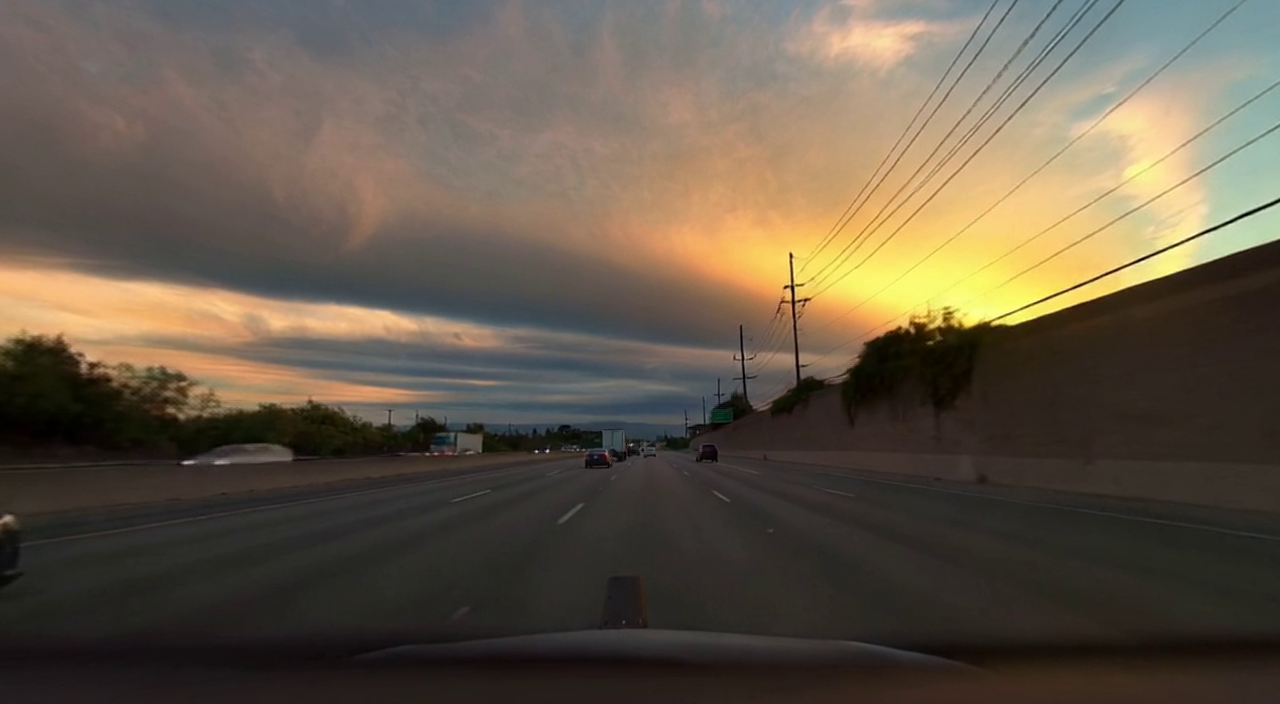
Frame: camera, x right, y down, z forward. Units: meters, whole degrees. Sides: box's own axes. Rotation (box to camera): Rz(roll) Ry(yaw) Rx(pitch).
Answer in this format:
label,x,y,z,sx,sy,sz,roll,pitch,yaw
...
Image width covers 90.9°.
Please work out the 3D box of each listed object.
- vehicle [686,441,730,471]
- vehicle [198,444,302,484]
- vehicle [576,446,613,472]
label,x,y,z,sx,sy,sz,roll,pitch,yaw
vehicle,4.305,6.639,40.379,2.214,1.799,4.627,0,-9,-1
vehicle,-15.336,4.395,25.014,1.790,1.461,3.501,0,-9,1
vehicle,-2.797,6.660,39.453,2.004,1.498,4.043,0,-9,1
